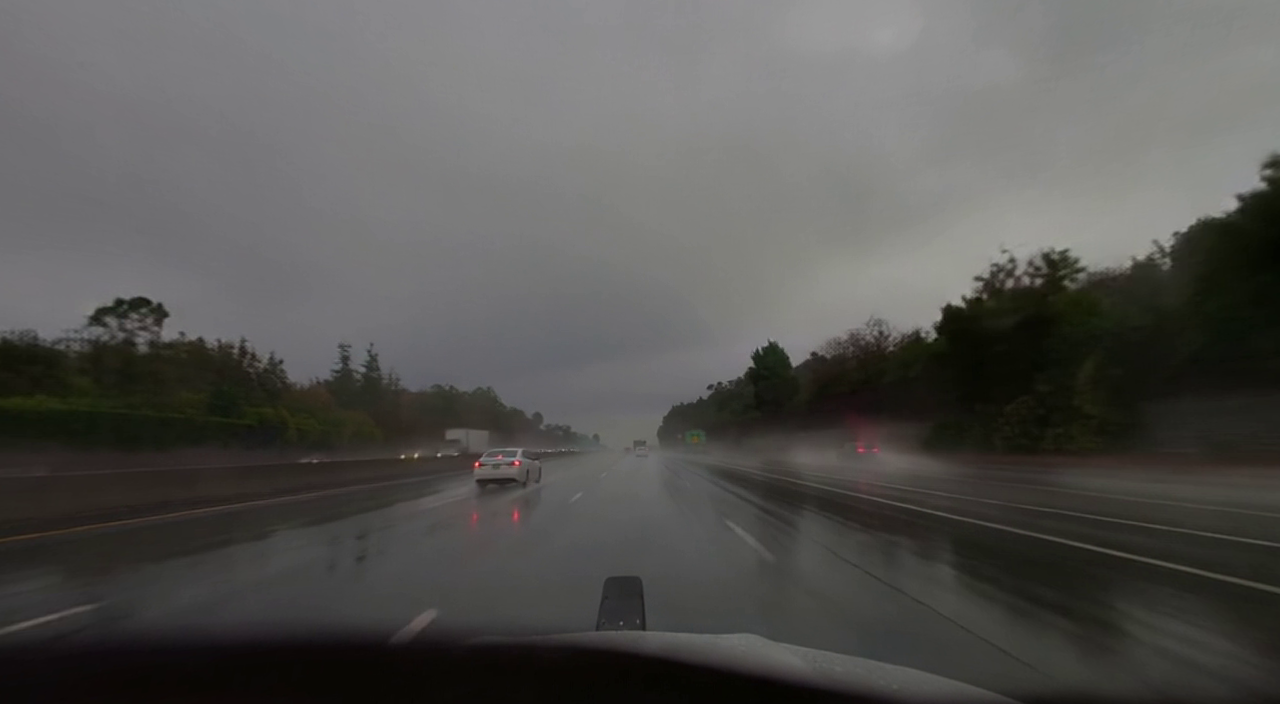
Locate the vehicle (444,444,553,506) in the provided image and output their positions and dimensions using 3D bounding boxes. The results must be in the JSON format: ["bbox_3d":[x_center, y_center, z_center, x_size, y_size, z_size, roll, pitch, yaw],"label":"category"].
[{"bbox_3d":[-3.664,3.262,17.206,1.873,1.438,4.546,-1,-9,1],"label":"vehicle"}]

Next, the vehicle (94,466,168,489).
[{"bbox_3d":[-35.365,8.714,43.986,1.724,1.413,4.221,0,-9,-1],"label":"vehicle"}]
